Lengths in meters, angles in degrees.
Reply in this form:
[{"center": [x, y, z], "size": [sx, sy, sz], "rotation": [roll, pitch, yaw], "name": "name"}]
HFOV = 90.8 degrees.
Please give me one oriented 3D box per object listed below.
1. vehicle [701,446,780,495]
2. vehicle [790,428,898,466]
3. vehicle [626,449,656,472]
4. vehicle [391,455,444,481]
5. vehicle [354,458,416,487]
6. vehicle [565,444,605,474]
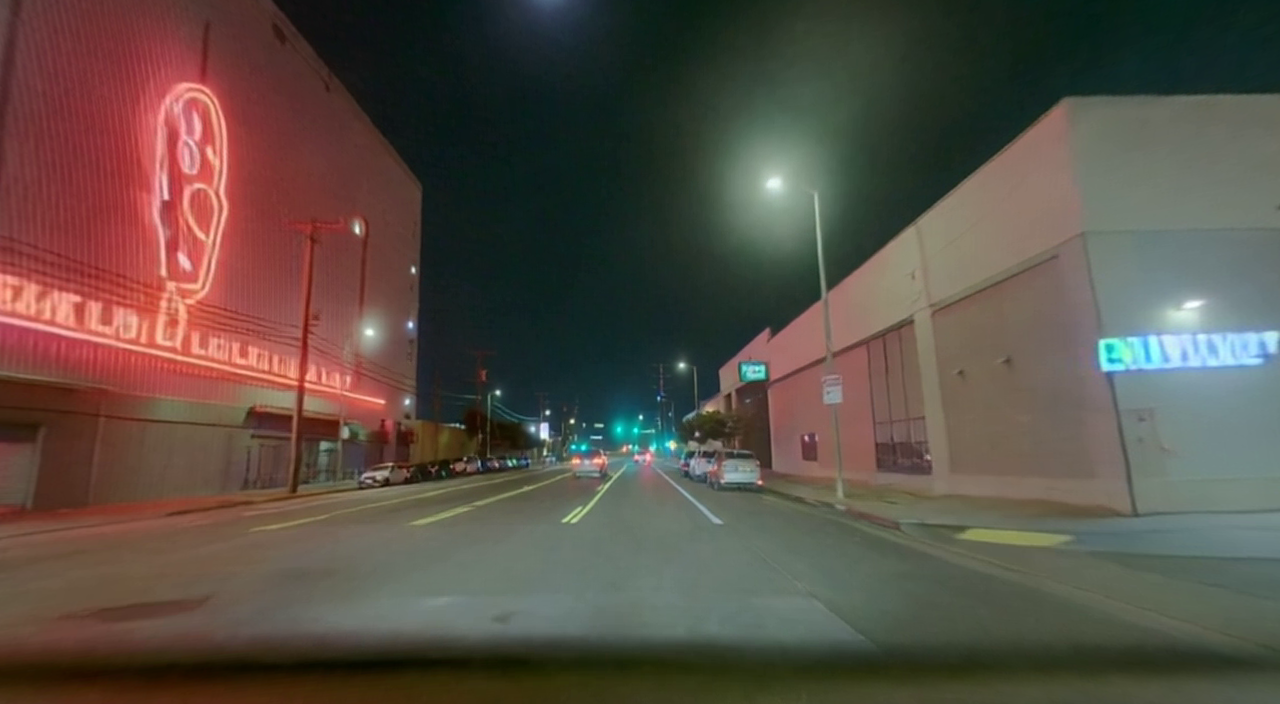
[{"center": [3.602, 4.317, 23.536], "size": [2.042, 1.487, 5.033], "rotation": [3, -8, 0], "name": "vehicle"}, {"center": [12.389, 5.753, 38.598], "size": [5.603, 1.659, 2.393], "rotation": [-5, -7, -4], "name": "vehicle"}, {"center": [0.058, 7.795, 45.657], "size": [2.099, 1.470, 4.270], "rotation": [0, -8, -1], "name": "vehicle"}, {"center": [-15.697, 8.165, 44.854], "size": [2.076, 1.518, 4.981], "rotation": [-3, -8, -1], "name": "vehicle"}, {"center": [-15.663, 7.382, 39.047], "size": [1.883, 1.493, 4.880], "rotation": [-3, -8, -1], "name": "vehicle"}, {"center": [-3.613, 7.155, 42.671], "size": [2.348, 1.831, 4.737], "rotation": [0, -8, -1], "name": "vehicle"}]
